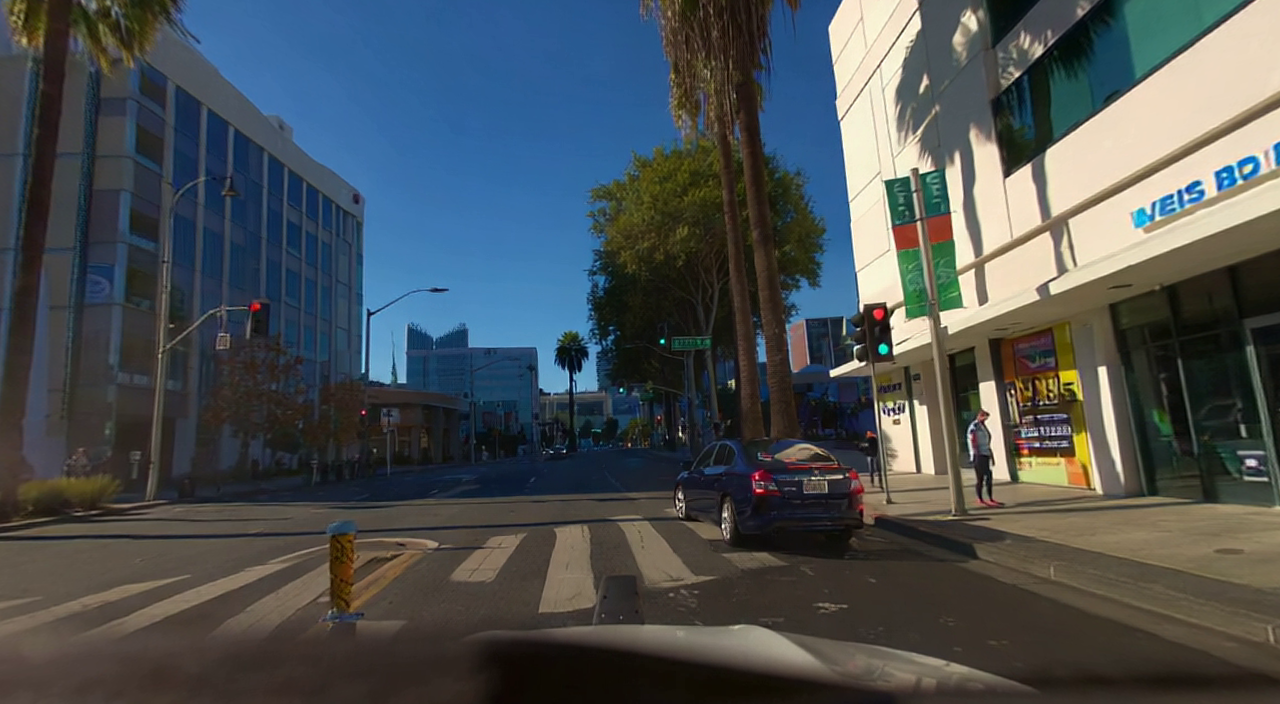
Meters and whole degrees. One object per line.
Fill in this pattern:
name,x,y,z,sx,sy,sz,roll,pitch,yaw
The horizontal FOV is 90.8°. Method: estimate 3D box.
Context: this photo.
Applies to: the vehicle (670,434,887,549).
vehicle,1.954,2.160,10.654,2.090,1.466,4.676,1,-8,-7
